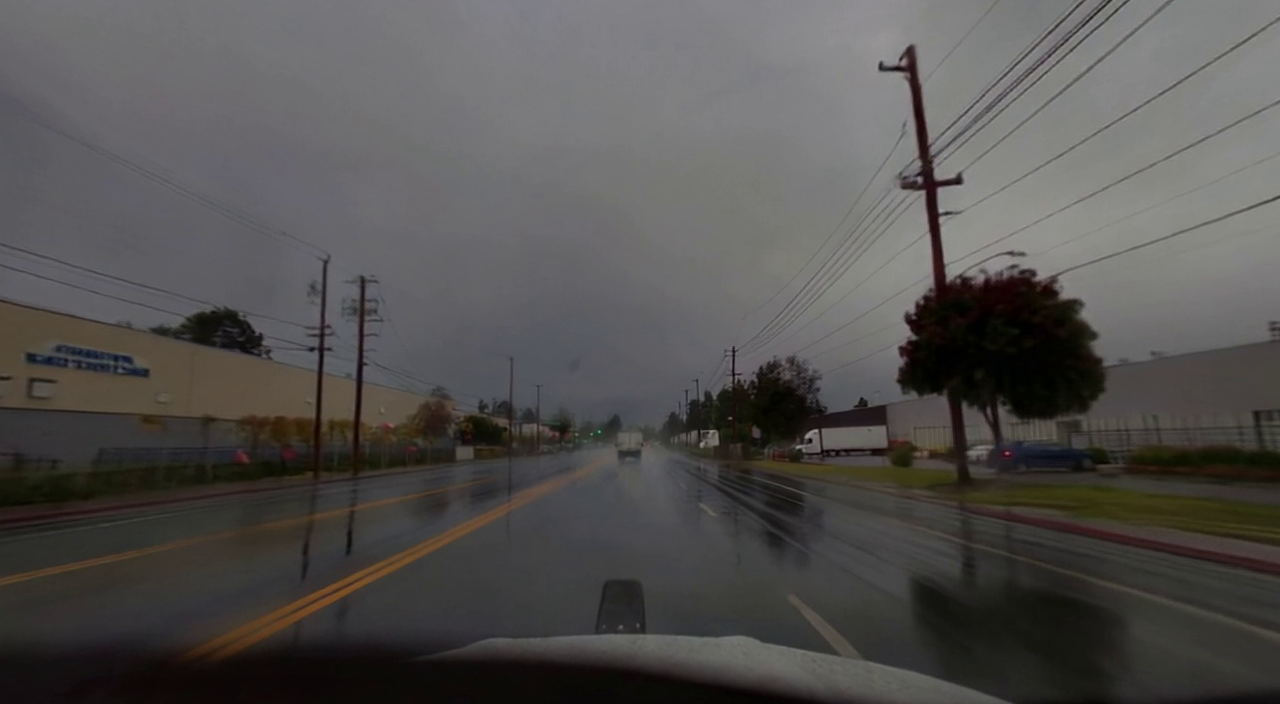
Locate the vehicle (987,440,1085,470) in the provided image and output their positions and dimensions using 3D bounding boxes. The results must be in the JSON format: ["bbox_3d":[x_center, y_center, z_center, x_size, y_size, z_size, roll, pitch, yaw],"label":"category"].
[{"bbox_3d":[24.859,6.491,39.790,4.805,1.781,1.974,0,-9,0],"label":"vehicle"}]

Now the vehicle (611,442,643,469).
[{"bbox_3d":[-0.771,6.413,39.218,1.937,1.588,3.746,0,-9,0],"label":"vehicle"}]
